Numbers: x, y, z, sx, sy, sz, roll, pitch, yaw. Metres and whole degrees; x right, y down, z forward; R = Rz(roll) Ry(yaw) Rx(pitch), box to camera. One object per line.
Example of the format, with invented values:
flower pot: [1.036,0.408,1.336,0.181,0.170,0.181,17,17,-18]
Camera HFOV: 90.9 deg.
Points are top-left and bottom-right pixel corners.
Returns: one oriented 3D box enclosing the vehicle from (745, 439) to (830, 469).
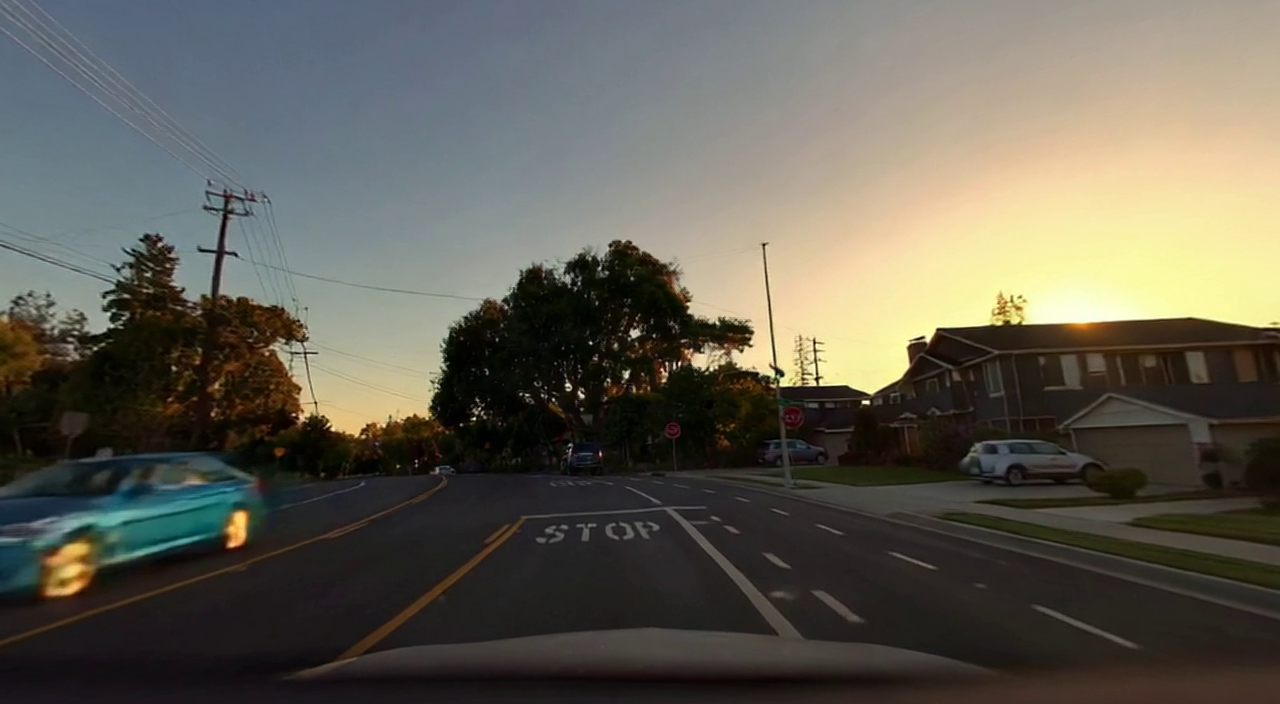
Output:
vehicle: [8.939,6.158,38.273,4.582,1.707,1.934,2,-8,-12]

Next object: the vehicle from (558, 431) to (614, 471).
vehicle: [-2.888,5.059,32.708,2.284,1.741,4.702,4,-7,-11]

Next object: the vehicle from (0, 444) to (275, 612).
vehicle: [-6.805,1.887,7.703,2.003,1.483,4.545,0,-8,-1]

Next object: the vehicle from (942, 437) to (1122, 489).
vehicle: [12.035,3.394,19.547,4.383,1.508,1.884,1,-8,-5]
